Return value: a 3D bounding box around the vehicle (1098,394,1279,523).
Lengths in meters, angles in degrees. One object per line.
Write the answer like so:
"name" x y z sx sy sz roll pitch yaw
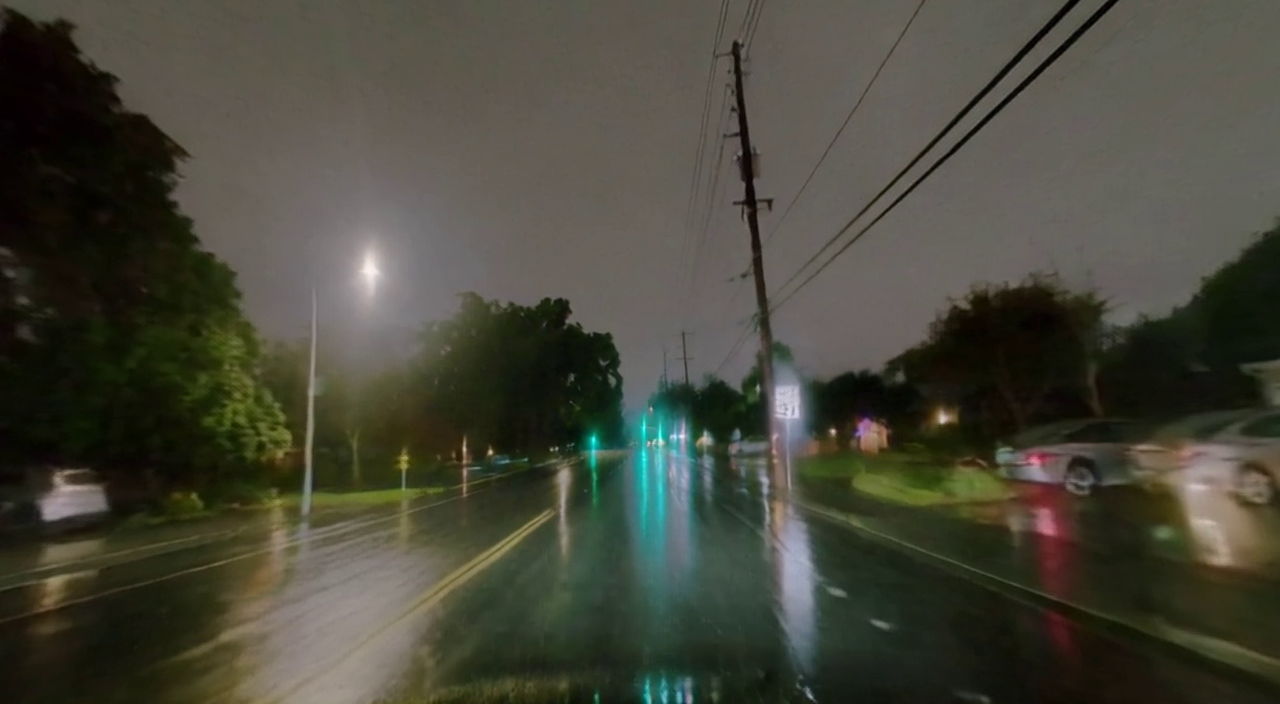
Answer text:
"vehicle" 10.351 1.559 9.901 4.626 1.731 2.007 -3 -8 -1

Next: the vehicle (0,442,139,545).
"vehicle" -13.105 2.759 12.508 2.053 1.906 4.889 0 -9 3

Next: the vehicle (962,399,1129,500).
"vehicle" 9.541 2.225 14.639 2.087 1.903 5.134 -8 -11 44
